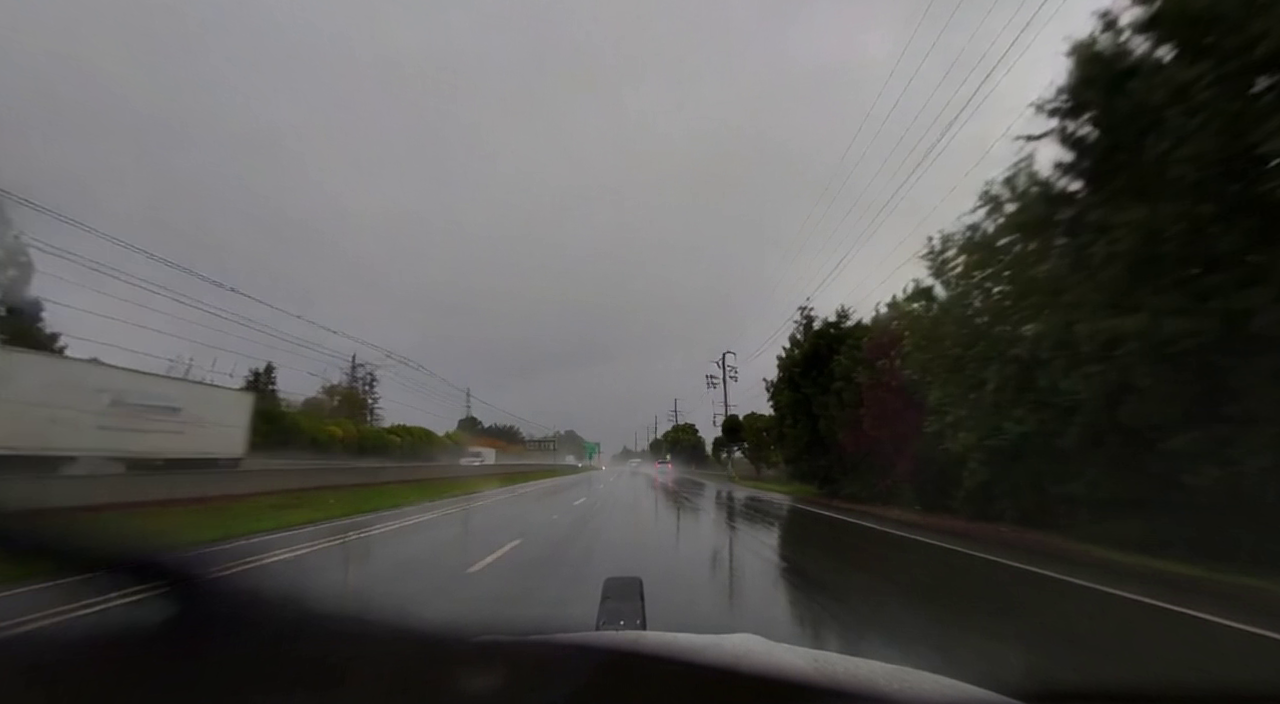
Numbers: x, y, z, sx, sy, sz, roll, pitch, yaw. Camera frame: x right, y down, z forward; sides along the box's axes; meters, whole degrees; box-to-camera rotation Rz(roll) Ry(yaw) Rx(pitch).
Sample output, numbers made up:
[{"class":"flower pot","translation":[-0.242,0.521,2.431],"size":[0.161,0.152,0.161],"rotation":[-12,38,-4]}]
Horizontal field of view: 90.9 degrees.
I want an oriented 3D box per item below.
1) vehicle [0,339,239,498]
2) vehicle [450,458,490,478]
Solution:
[{"class":"vehicle","translation":[-17.802,2.289,19.330],"size":[2.867,4.000,12.416],"rotation":[1,-10,-1]},{"class":"vehicle","translation":[-13.254,9.080,49.439],"size":[1.888,1.464,4.492],"rotation":[1,-10,0]}]
